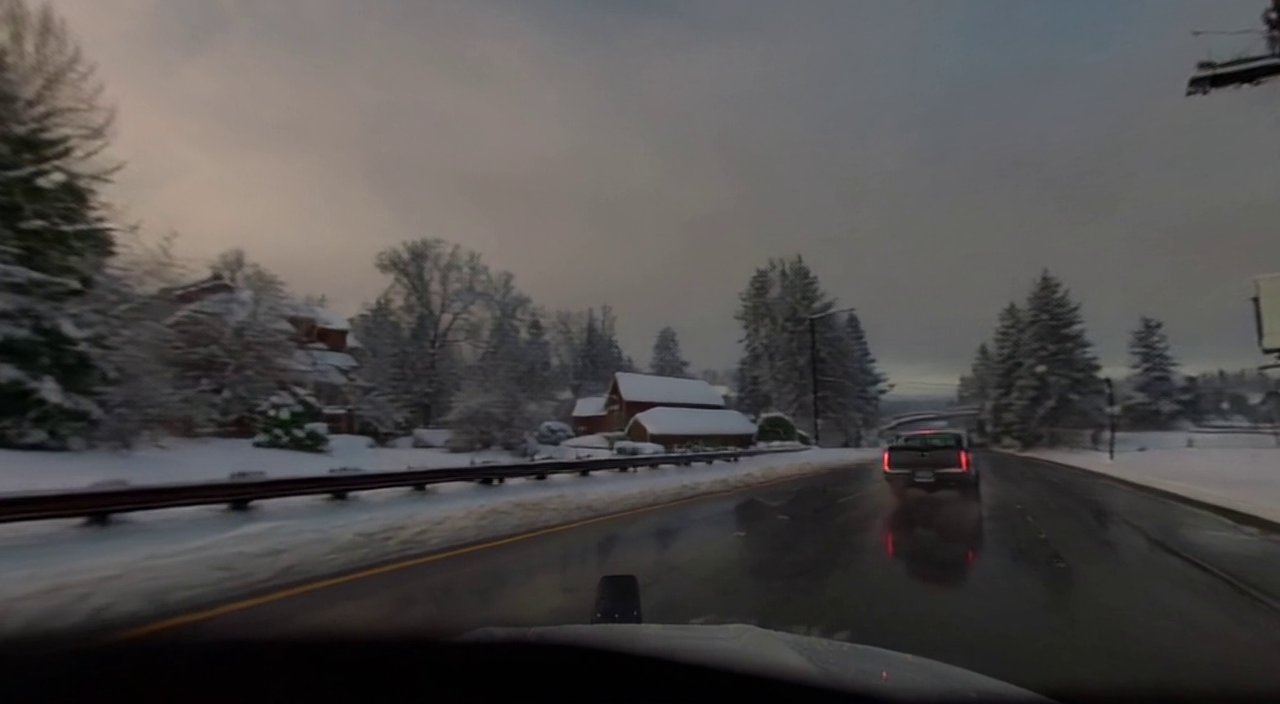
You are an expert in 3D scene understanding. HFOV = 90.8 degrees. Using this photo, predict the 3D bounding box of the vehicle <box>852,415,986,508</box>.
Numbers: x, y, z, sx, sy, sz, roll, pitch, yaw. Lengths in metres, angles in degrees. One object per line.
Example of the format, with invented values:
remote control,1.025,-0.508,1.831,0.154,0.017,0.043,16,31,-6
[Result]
vehicle,7.254,2.667,16.052,2.404,1.926,5.251,-5,-9,30
